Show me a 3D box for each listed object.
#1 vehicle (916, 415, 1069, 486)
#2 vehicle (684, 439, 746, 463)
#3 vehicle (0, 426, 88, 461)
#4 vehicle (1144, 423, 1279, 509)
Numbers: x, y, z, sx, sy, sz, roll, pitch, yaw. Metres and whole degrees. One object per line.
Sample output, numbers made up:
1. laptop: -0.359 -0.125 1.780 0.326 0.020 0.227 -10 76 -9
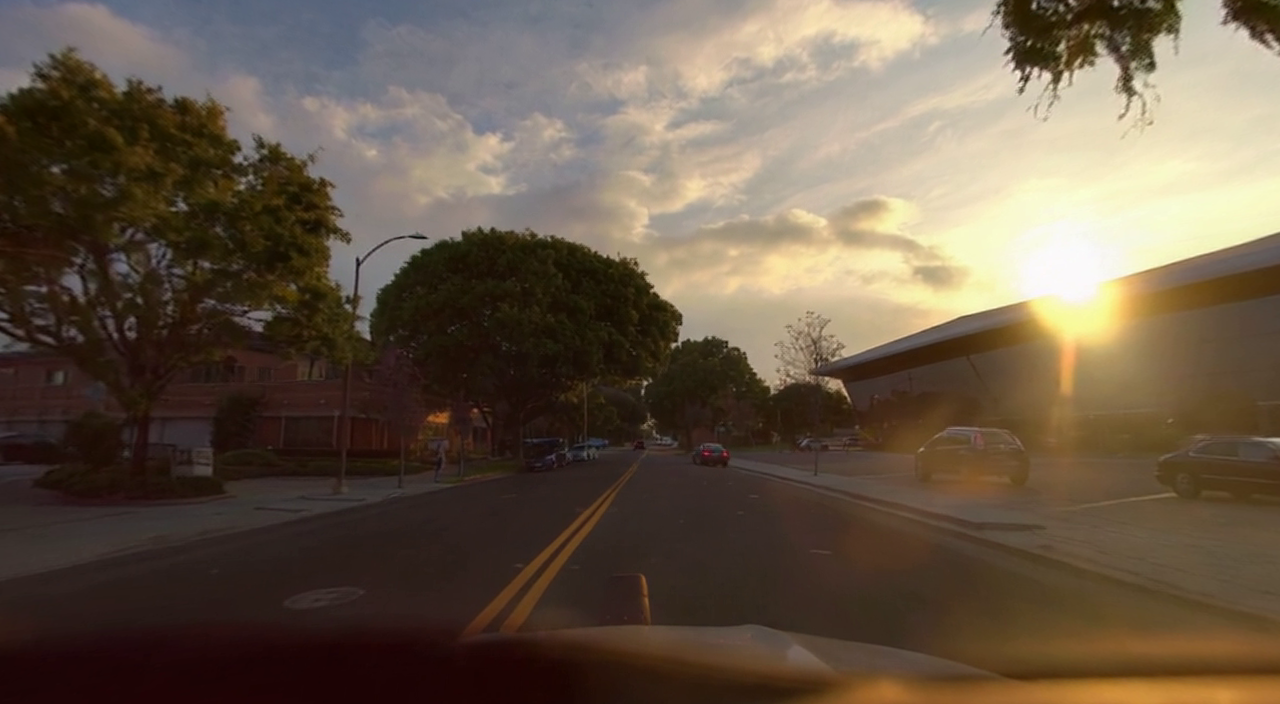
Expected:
1. vehicle: 10.289 2.994 18.947 2.018 1.840 4.662 -1 -10 3
2. vehicle: 5.681 7.574 48.133 4.277 1.740 2.097 -8 -11 41
3. vehicle: -30.099 4.406 30.232 4.814 1.609 2.197 3 -9 -19
4. vehicle: 12.502 2.168 12.121 1.903 1.528 4.374 0 -9 -1
